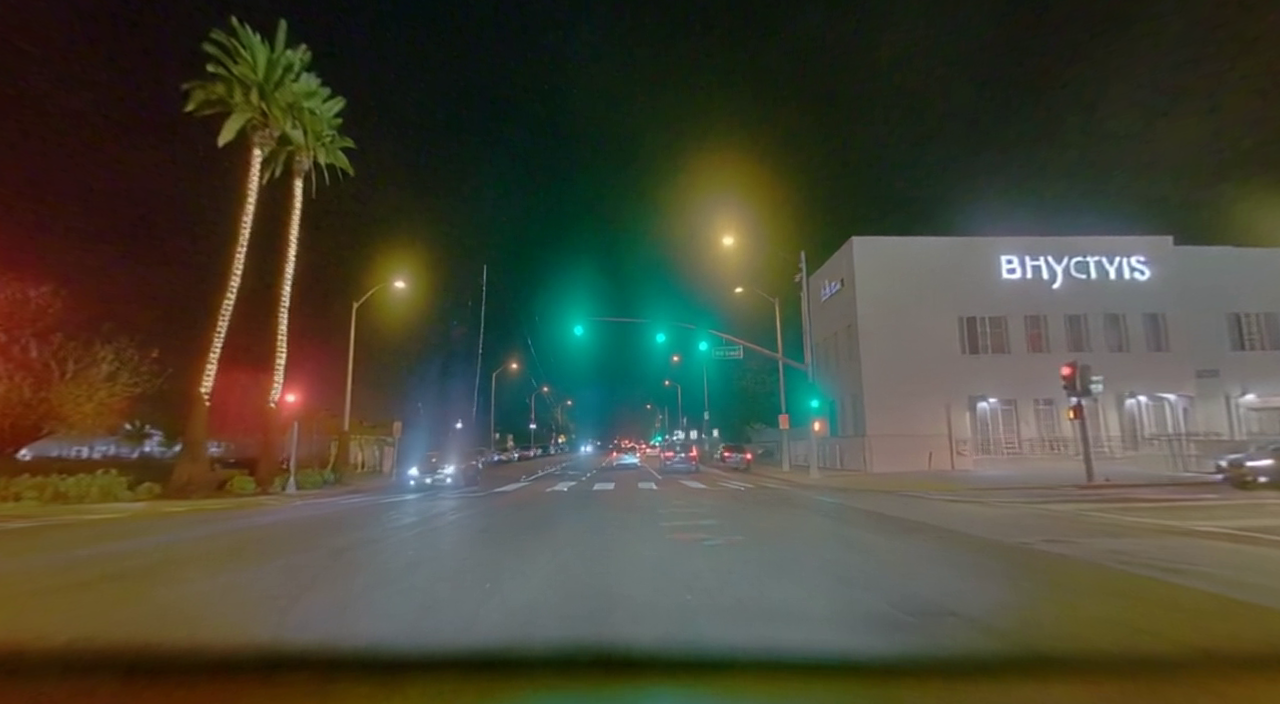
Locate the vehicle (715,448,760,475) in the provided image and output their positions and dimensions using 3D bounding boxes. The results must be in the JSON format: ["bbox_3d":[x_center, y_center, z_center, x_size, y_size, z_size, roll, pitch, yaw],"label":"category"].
[{"bbox_3d":[5.658,6.414,37.295,1.860,1.479,4.676,0,-8,-1],"label":"vehicle"}]

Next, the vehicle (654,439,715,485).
[{"bbox_3d":[1.733,4.500,26.176,2.003,1.702,4.288,0,-8,-3],"label":"vehicle"}]

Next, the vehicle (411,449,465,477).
[{"bbox_3d":[-13.586,7.456,42.799,2.084,1.747,4.481,0,-8,1],"label":"vehicle"}]

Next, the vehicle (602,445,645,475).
[{"bbox_3d":[-0.875,5.556,32.734,2.088,1.452,3.993,0,-8,-2],"label":"vehicle"}]
